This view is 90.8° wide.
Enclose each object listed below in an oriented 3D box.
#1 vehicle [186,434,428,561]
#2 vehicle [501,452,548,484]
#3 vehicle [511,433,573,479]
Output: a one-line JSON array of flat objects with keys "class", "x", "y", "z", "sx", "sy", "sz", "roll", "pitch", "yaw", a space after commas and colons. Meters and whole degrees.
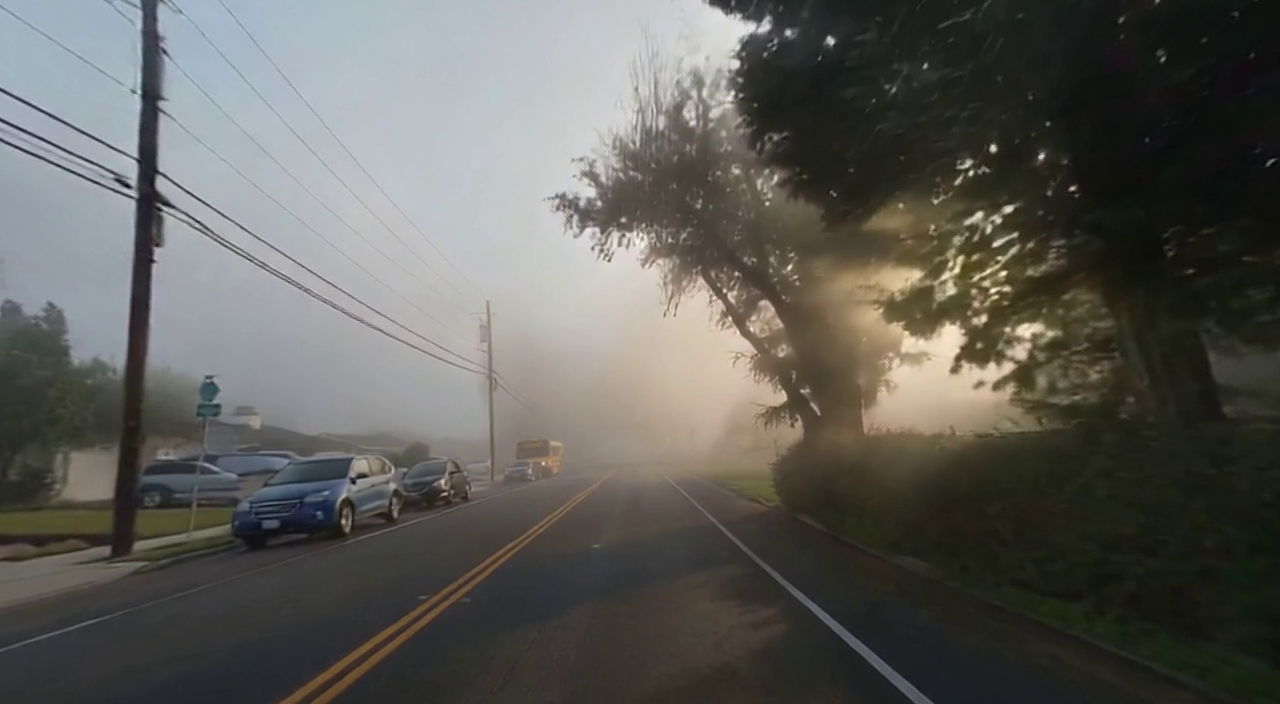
[{"class": "vehicle", "x": -6.591, "y": 2.930, "z": 13.503, "sx": 2.284, "sy": 1.939, "sz": 5.502, "roll": -4, "pitch": -10, "yaw": -2}, {"class": "vehicle", "x": -6.767, "y": 6.850, "z": 37.469, "sx": 2.023, "sy": 1.721, "sz": 4.418, "roll": 0, "pitch": -9, "yaw": -1}, {"class": "vehicle", "x": -6.629, "y": 7.192, "z": 43.764, "sx": 2.835, "sy": 2.876, "sz": 7.091, "roll": -1, "pitch": -9, "yaw": 3}]
